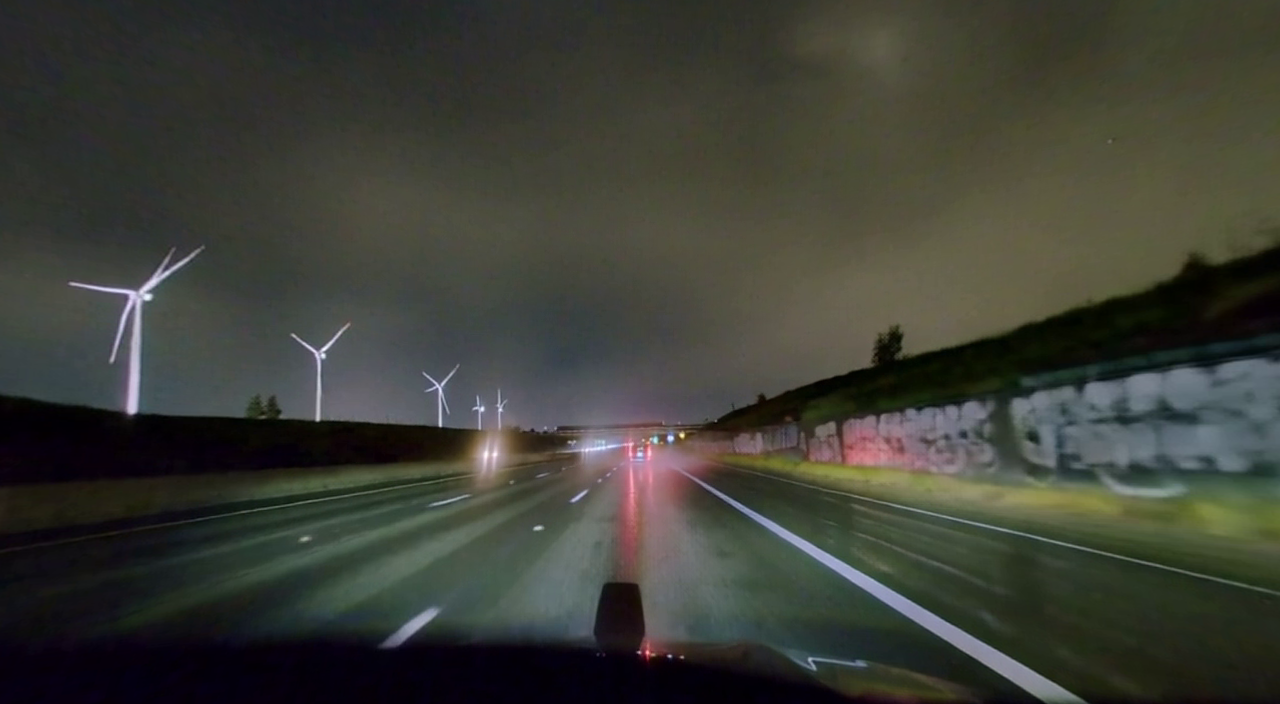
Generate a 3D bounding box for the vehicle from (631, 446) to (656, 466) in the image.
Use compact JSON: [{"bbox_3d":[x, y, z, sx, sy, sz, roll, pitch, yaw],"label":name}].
[{"bbox_3d":[0.269,8.110,49.126,1.870,1.481,4.234,0,-9,-1],"label":"vehicle"}]
